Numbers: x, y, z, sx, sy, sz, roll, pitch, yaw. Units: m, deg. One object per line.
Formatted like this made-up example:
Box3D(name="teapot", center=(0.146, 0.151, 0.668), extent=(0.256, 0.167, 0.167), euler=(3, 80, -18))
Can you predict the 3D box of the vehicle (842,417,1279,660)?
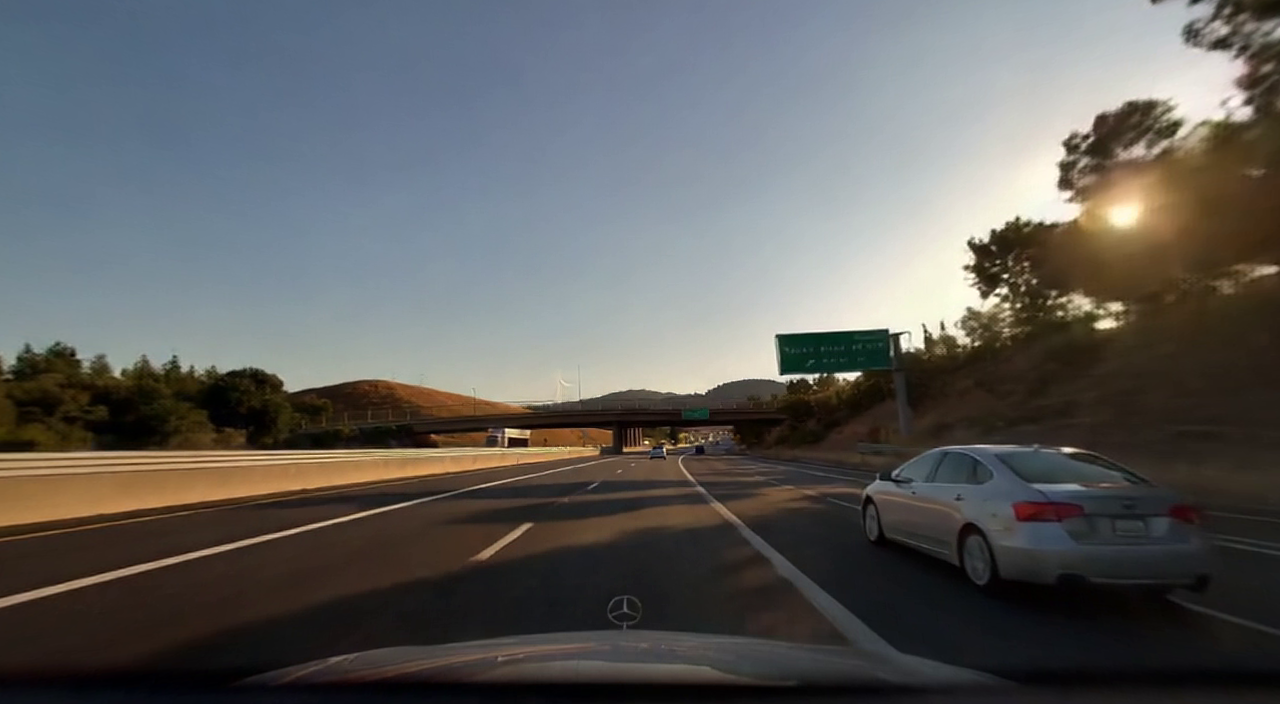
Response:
Box3D(name="vehicle", center=(3.793, 1.511, 6.329), extent=(1.999, 1.492, 4.673), euler=(0, -8, 0))
